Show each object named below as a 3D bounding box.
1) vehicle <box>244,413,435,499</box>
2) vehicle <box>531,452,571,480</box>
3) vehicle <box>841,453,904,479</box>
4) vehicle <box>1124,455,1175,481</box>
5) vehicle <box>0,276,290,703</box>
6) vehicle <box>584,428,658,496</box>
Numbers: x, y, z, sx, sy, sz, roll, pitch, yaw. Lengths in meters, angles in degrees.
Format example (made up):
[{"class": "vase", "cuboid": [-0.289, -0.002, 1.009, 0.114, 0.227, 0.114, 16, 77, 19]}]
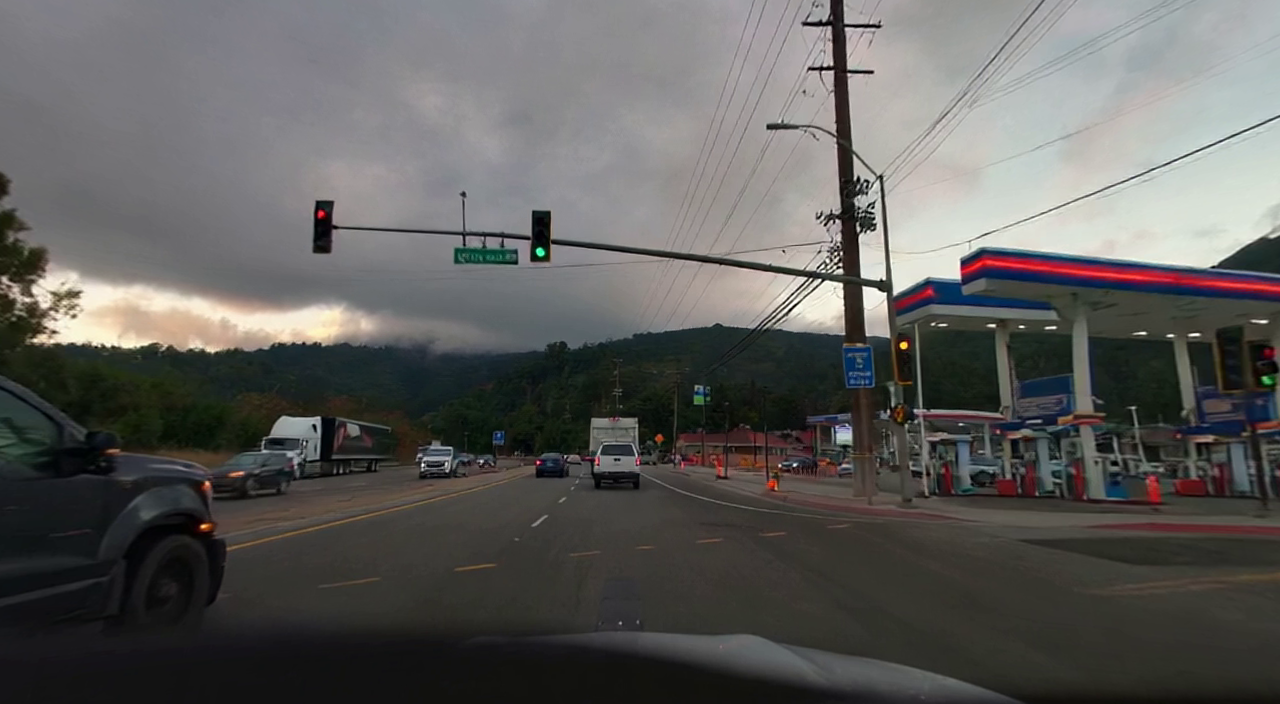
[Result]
[{"class": "vehicle", "cuboid": [-10.565, 4.116, 23.517, 3.491, 2.435, 7.610, 3, -14, -2]}, {"class": "vehicle", "cuboid": [-5.196, 6.726, 37.460, 1.972, 1.496, 4.150, 0, -9, -3]}, {"class": "vehicle", "cuboid": [18.239, 8.871, 49.404, 5.424, 1.844, 2.255, 7, -11, -41]}, {"class": "vehicle", "cuboid": [34.068, 7.687, 42.205, 3.770, 1.581, 1.764, 7, -11, -39]}, {"class": "vehicle", "cuboid": [-3.760, 0.579, 1.653, 2.345, 2.012, 5.693, 0, -8, 1]}, {"class": "vehicle", "cuboid": [-0.782, 4.116, 24.082, 2.486, 2.280, 5.291, 0, -9, -3]}]
